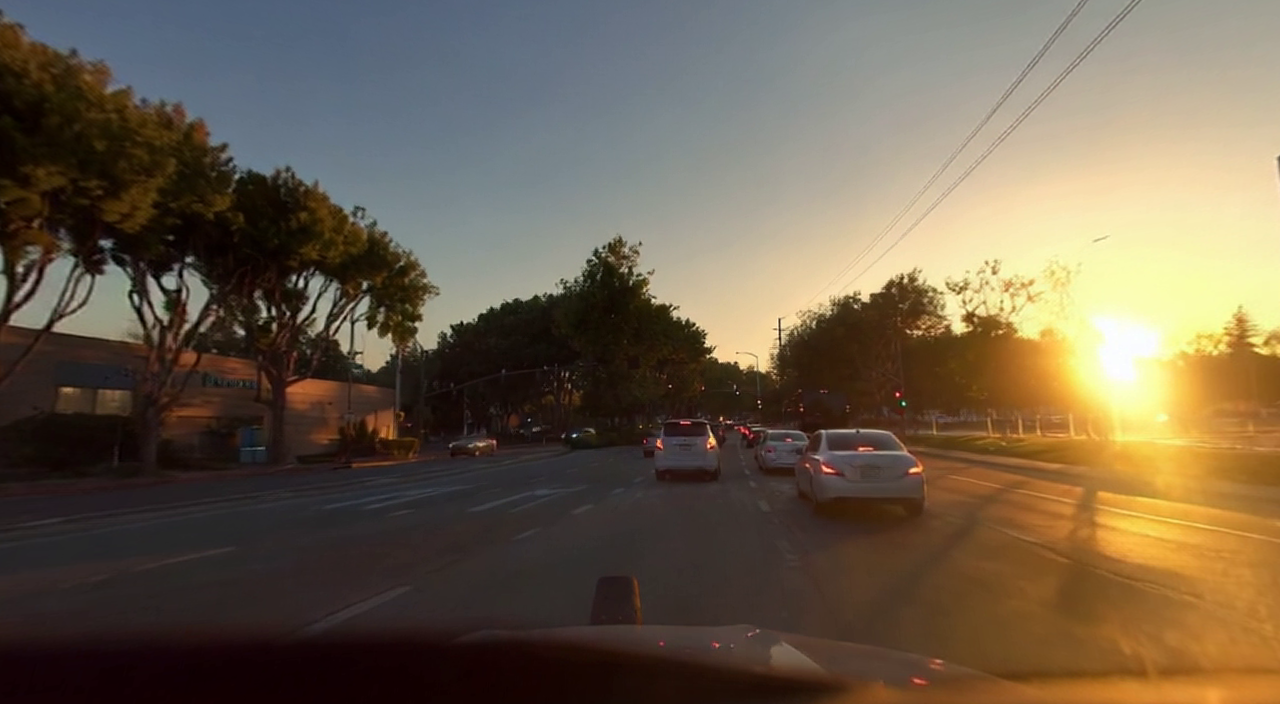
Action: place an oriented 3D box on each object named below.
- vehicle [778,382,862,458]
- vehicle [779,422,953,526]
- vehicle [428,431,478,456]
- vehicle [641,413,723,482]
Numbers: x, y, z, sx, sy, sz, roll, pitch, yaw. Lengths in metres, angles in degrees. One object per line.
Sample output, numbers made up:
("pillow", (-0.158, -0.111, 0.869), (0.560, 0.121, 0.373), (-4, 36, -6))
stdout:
("vehicle", (10.269, 4.176, 36.936), (2.965, 3.900, 9.064), (-1, -9, 5))
("vehicle", (3.824, 2.139, 11.621), (2.109, 1.500, 4.585), (-1, -9, 8))
("vehicle", (-13.428, 6.639, 45.394), (1.950, 1.713, 4.406), (-1, -9, 5))
("vehicle", (1.436, 2.984, 19.717), (2.188, 1.892, 4.488), (-1, -9, 8))
